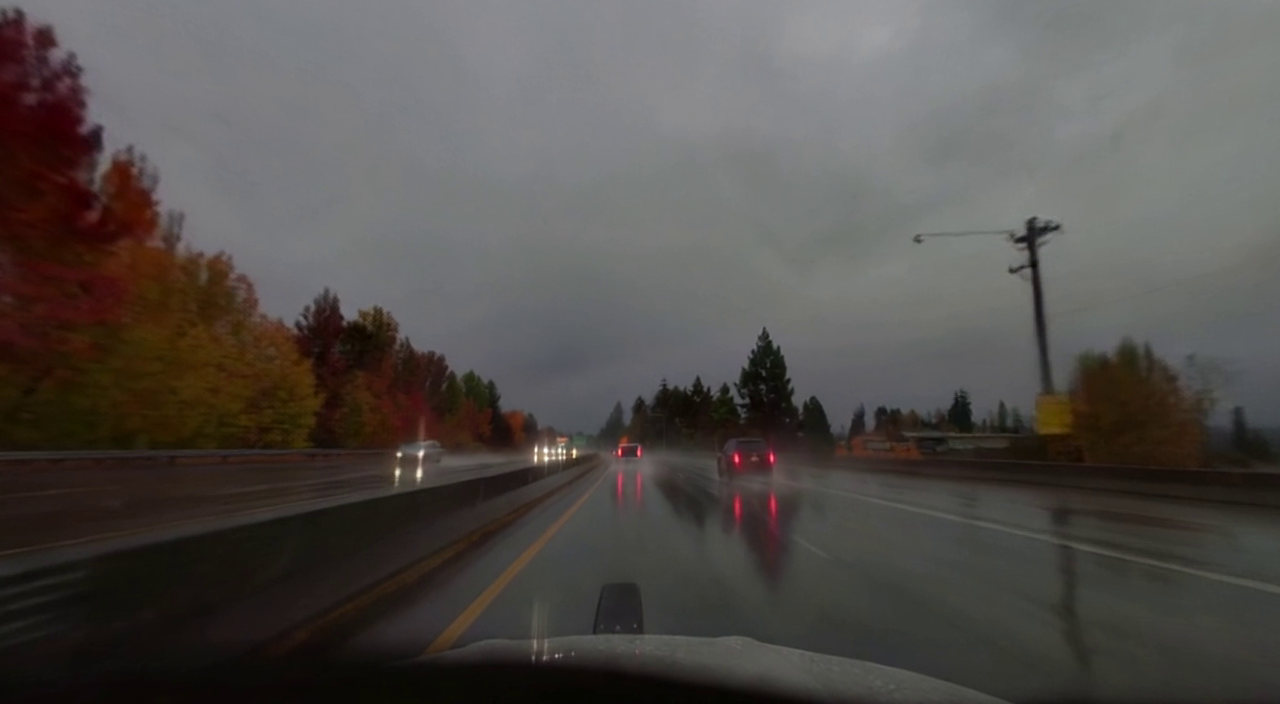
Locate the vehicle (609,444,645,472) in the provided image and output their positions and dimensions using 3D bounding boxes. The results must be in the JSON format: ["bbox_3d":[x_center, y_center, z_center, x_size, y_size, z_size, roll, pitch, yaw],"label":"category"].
[{"bbox_3d":[-0.823,6.756,40.064,2.151,1.693,4.201,0,-9,-1],"label":"vehicle"}]

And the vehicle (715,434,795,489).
[{"bbox_3d":[3.927,3.834,22.168,1.982,1.745,4.151,0,-9,-1],"label":"vehicle"}]

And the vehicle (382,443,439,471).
[{"bbox_3d":[-13.056,5.990,35.823,1.842,1.486,3.745,0,-9,0],"label":"vehicle"}]
